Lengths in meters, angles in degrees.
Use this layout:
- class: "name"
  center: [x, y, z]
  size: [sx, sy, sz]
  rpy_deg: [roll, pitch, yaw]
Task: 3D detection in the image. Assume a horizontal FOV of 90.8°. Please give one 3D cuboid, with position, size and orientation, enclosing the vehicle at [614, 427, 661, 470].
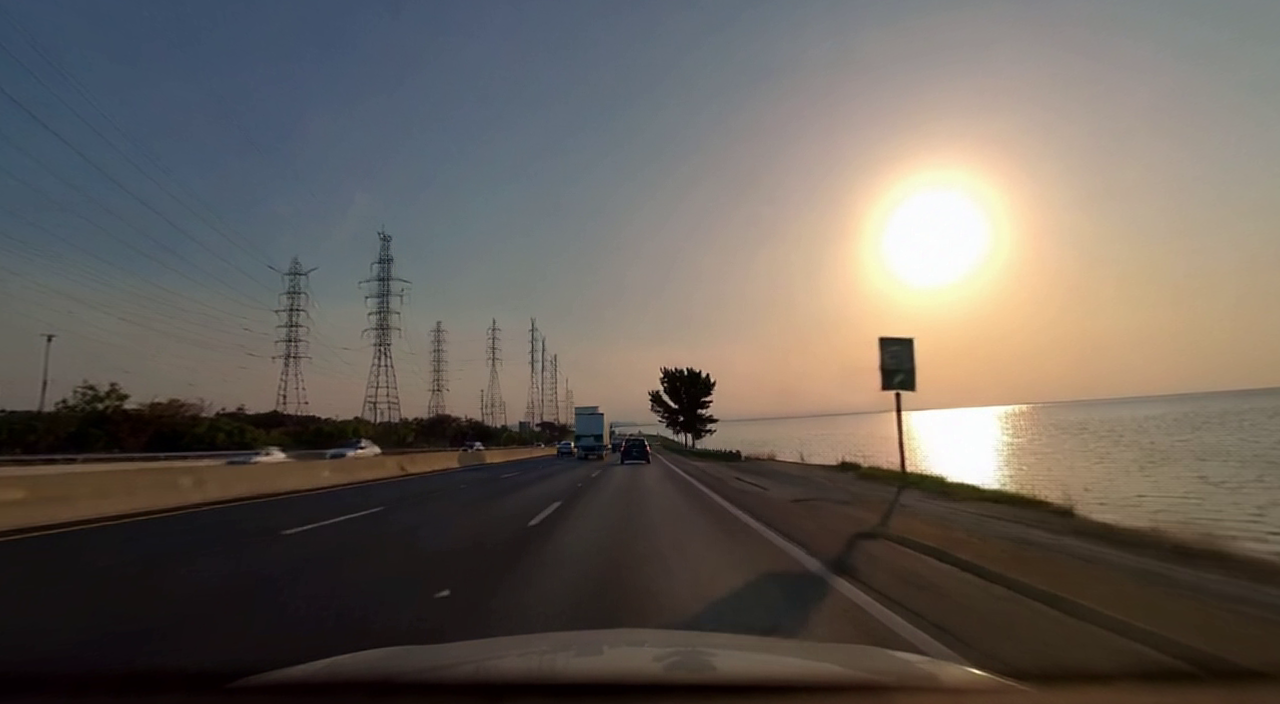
- class: "vehicle"
  center: [-0.141, 5.250, 34.372]
  size: [2.358, 2.144, 4.713]
  rpy_deg: [0, -8, 0]

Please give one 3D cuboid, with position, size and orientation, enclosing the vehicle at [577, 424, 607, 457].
- class: "vehicle"
  center: [-3.739, 6.940, 49.656]
  size: [2.178, 2.522, 2.054]
  rpy_deg: [0, -8, 1]

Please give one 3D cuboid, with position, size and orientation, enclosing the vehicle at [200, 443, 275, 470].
- class: "vehicle"
  center: [-23.198, 6.031, 36.584]
  size: [1.750, 1.453, 3.998]
  rpy_deg: [0, -8, -2]

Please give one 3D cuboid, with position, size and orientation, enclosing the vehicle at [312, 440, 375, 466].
- class: "vehicle"
  center: [-18.959, 6.471, 40.637]
  size: [1.934, 1.600, 4.508]
  rpy_deg: [0, -8, -1]
